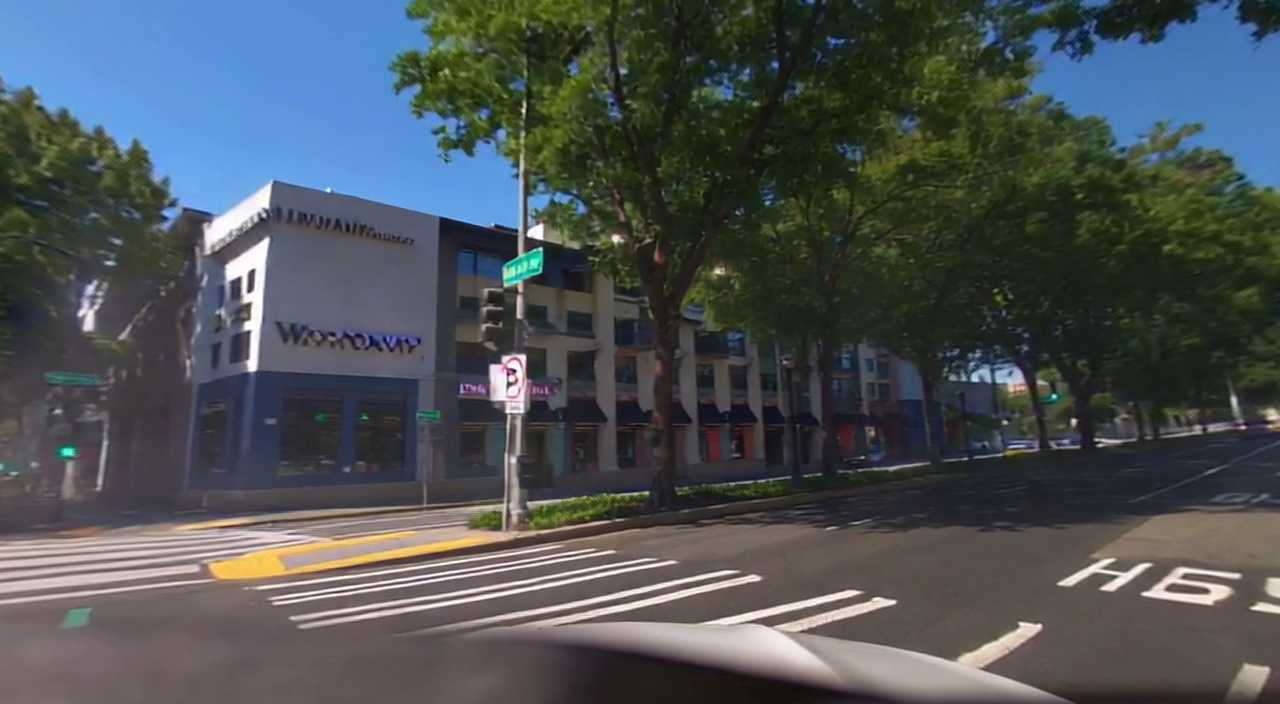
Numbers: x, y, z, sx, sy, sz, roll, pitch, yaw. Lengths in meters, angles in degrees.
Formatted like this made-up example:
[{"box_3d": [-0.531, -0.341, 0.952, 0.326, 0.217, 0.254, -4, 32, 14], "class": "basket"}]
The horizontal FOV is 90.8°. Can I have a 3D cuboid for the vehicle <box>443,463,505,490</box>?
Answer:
[{"box_3d": [-10.017, 7.422, 37.944, 1.956, 1.471, 3.994, 7, -12, -42], "class": "vehicle"}]

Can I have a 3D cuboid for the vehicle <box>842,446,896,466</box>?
[{"box_3d": [17.683, 7.999, 48.667, 4.442, 1.440, 1.840, 7, -11, -40], "class": "vehicle"}]

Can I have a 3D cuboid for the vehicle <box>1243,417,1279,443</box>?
[{"box_3d": [46.812, 5.824, 46.939, 4.250, 1.775, 2.223, 7, -11, -40], "class": "vehicle"}]
